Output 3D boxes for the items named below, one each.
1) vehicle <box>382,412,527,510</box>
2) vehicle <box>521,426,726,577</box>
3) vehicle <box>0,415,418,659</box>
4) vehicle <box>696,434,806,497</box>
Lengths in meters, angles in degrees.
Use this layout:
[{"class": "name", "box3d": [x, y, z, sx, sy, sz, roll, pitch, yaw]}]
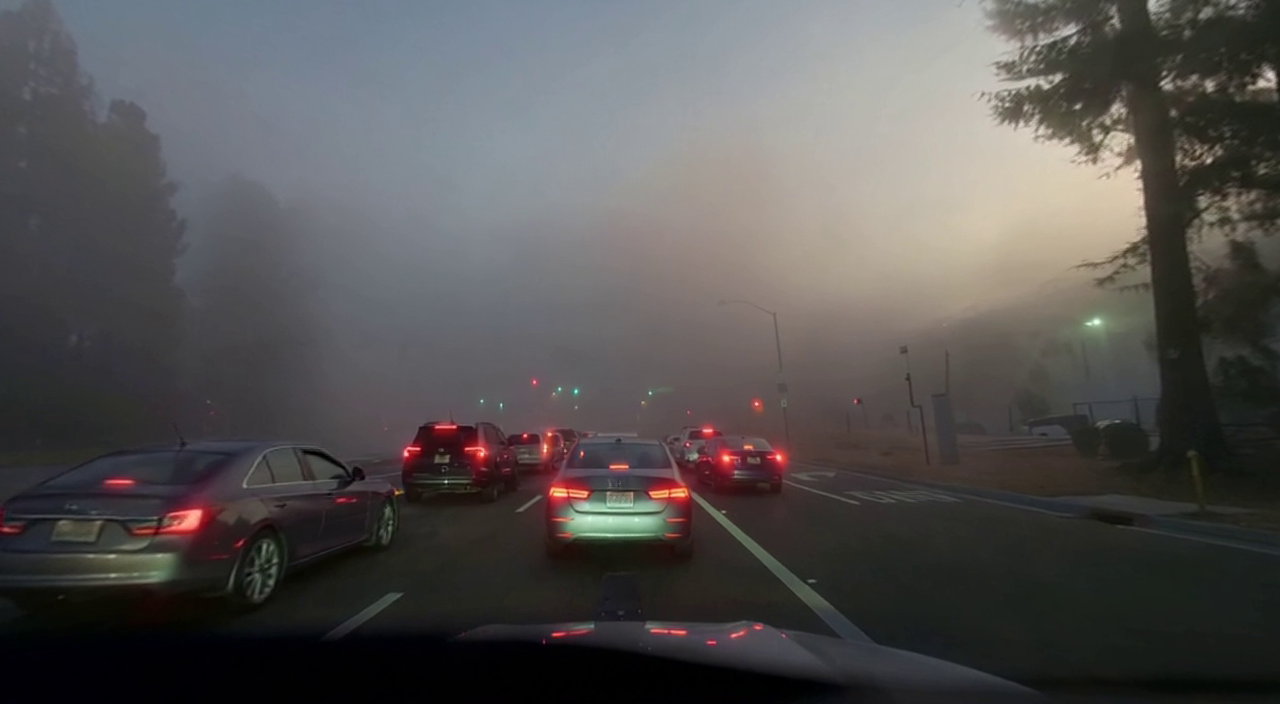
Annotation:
[{"class": "vehicle", "box3d": [-4.033, 2.460, 14.637, 2.054, 1.881, 4.469, 0, -9, -1]}, {"class": "vehicle", "box3d": [-0.230, 1.775, 8.316, 2.007, 1.467, 4.059, 0, -9, -2]}, {"class": "vehicle", "box3d": [-3.864, 1.443, 6.014, 1.985, 1.467, 4.224, 0, -9, -1]}, {"class": "vehicle", "box3d": [2.807, 2.991, 17.043, 1.978, 1.452, 4.381, 0, -9, -3]}]
